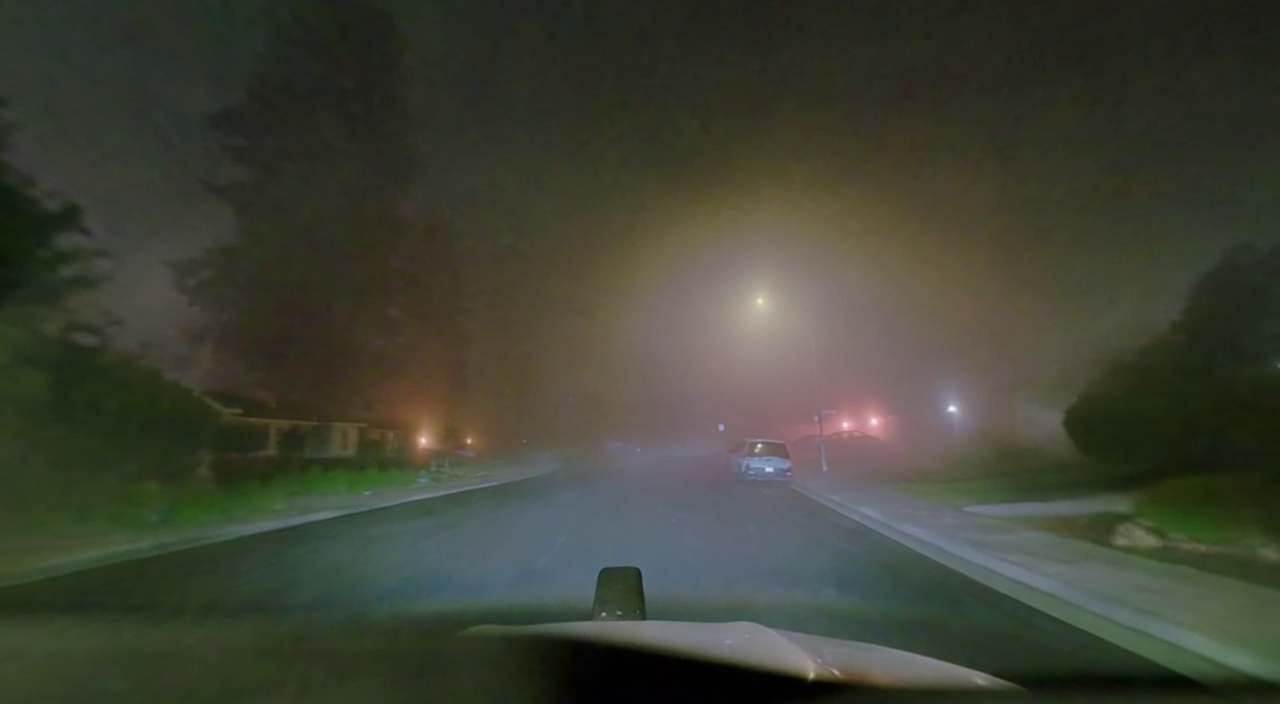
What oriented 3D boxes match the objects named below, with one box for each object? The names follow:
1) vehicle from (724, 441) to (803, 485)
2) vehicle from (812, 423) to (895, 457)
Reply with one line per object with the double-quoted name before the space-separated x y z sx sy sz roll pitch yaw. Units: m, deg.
"vehicle" 4.679 4.297 24.654 2.088 1.522 4.449 0 -9 -1
"vehicle" 13.666 5.645 40.552 4.421 1.703 1.927 -5 -8 -6
